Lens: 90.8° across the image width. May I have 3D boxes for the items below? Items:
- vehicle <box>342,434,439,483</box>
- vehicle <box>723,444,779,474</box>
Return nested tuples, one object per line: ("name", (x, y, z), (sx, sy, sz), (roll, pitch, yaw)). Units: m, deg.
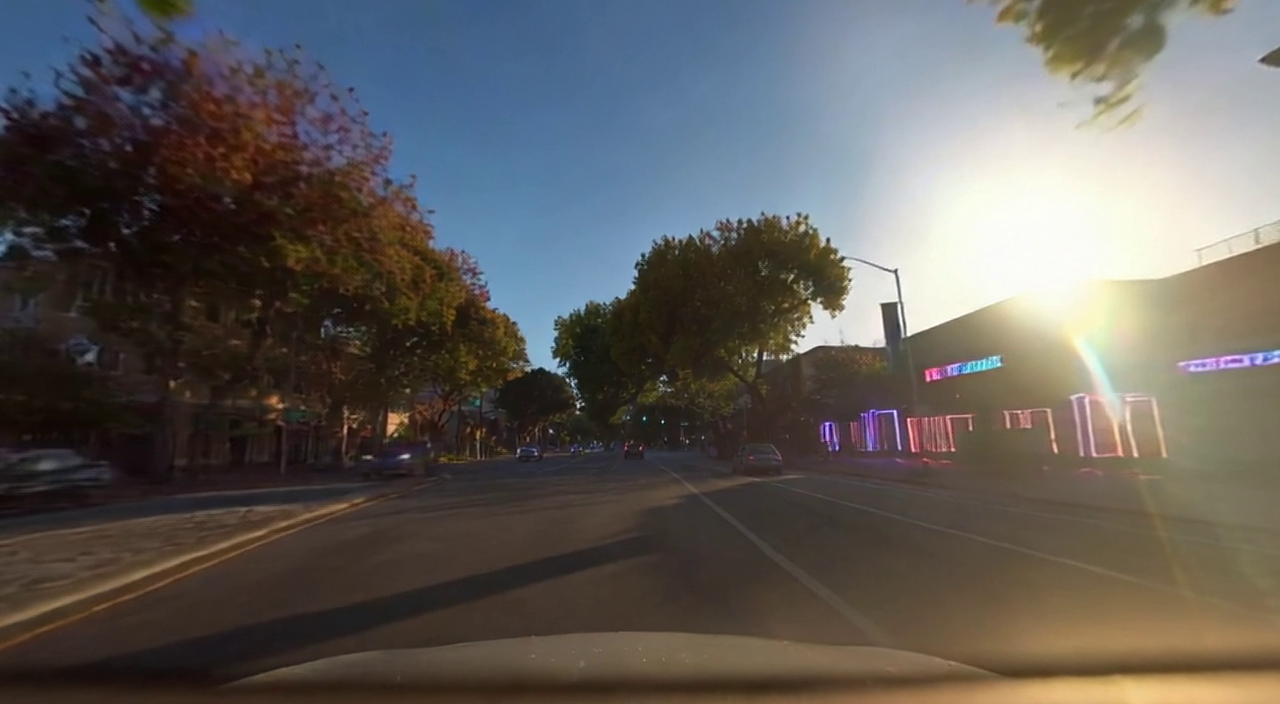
("vehicle", (-9.566, 4.107, 24.649), (2.067, 1.712, 4.489), (0, -9, -2))
("vehicle", (5.871, 5.684, 33.865), (2.024, 1.475, 4.600), (0, -9, -2))
